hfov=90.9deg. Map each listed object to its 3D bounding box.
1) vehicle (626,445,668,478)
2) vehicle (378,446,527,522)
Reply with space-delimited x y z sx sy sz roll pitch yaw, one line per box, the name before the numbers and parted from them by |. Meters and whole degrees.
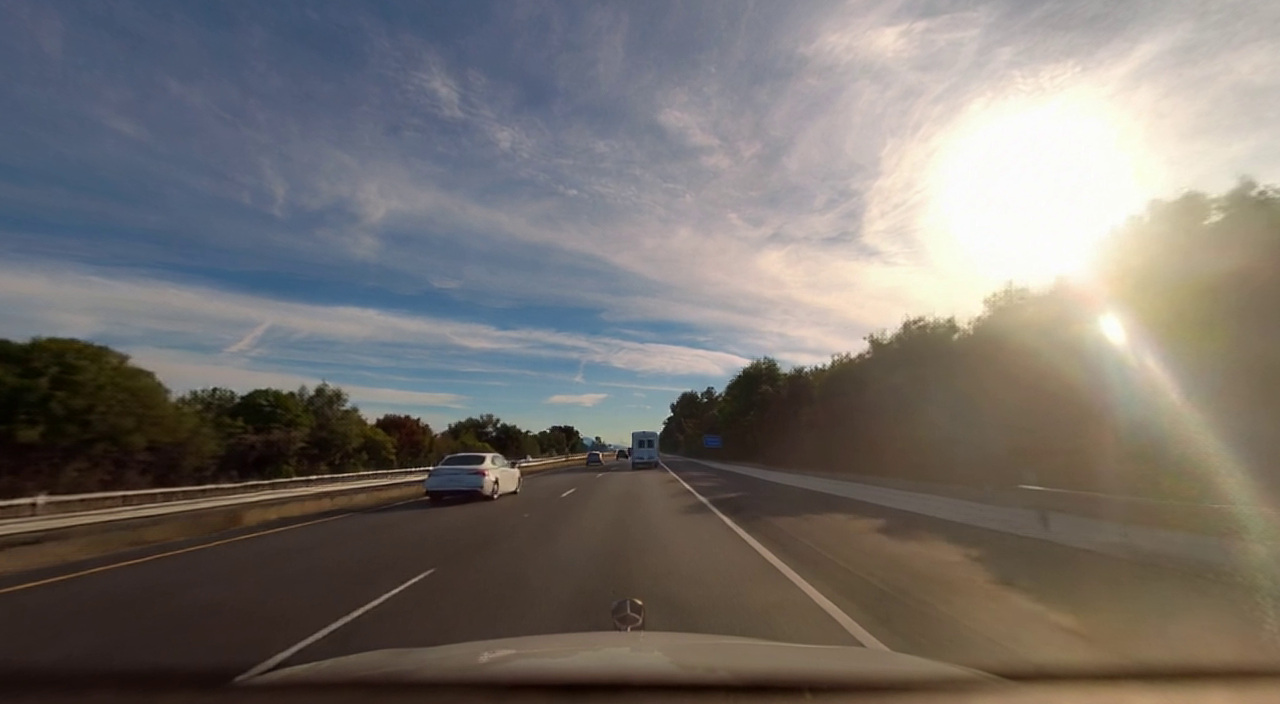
vehicle | 0.355 5.997 34.756 2.172 1.687 3.929 0 -9 0
vehicle | -4.051 2.917 14.499 1.998 1.460 4.422 0 -9 1
